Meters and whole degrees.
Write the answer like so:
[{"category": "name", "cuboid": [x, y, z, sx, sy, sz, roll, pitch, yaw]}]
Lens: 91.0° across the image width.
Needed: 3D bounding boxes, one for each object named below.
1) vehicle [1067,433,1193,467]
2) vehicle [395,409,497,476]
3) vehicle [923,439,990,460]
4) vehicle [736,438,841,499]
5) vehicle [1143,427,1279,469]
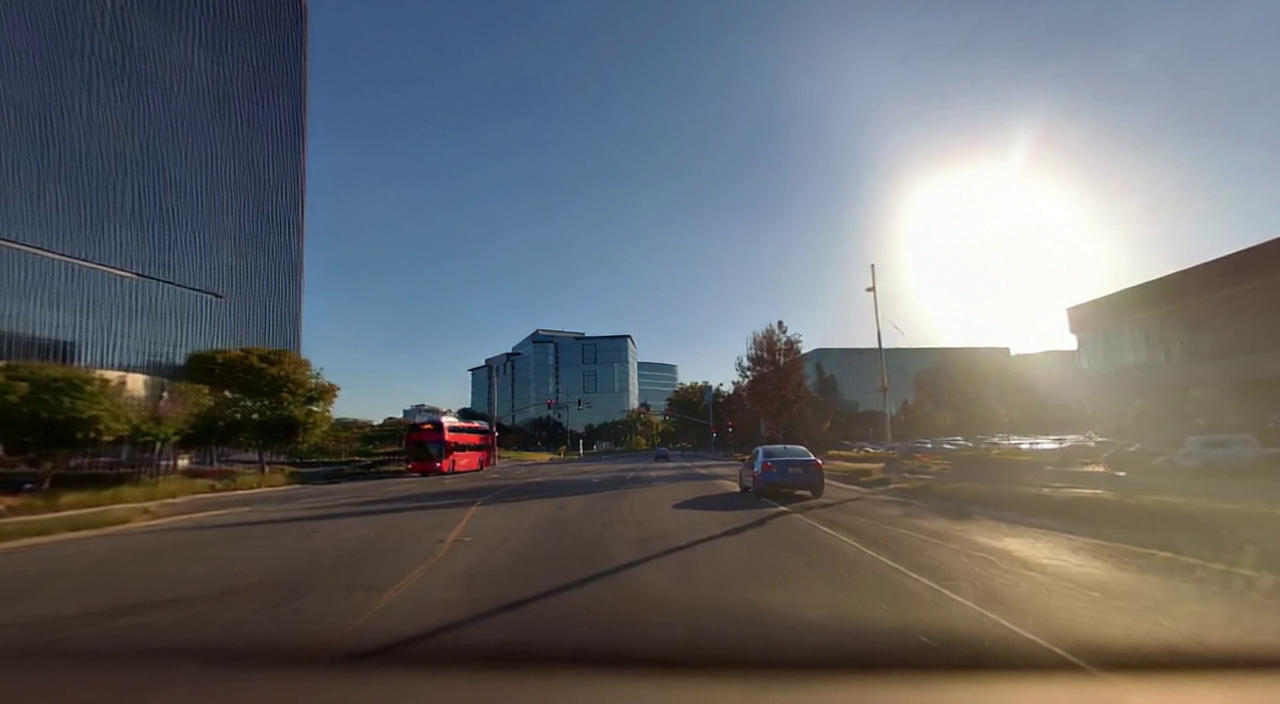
[{"category": "vehicle", "cuboid": [22.600, 4.554, 29.188, 4.135, 1.480, 1.915, 0, -9, 2]}, {"category": "vehicle", "cuboid": [-14.450, 7.061, 48.786, 3.110, 4.418, 13.688, -1, -9, 2]}, {"category": "vehicle", "cuboid": [23.479, 7.281, 46.890, 3.983, 1.479, 1.857, -1, -9, 7]}, {"category": "vehicle", "cuboid": [4.065, 3.268, 18.020, 1.993, 1.501, 4.127, 0, -9, 0]}, {"category": "vehicle", "cuboid": [21.980, 3.641, 23.877, 4.069, 1.486, 2.055, 0, -8, -2]}]
